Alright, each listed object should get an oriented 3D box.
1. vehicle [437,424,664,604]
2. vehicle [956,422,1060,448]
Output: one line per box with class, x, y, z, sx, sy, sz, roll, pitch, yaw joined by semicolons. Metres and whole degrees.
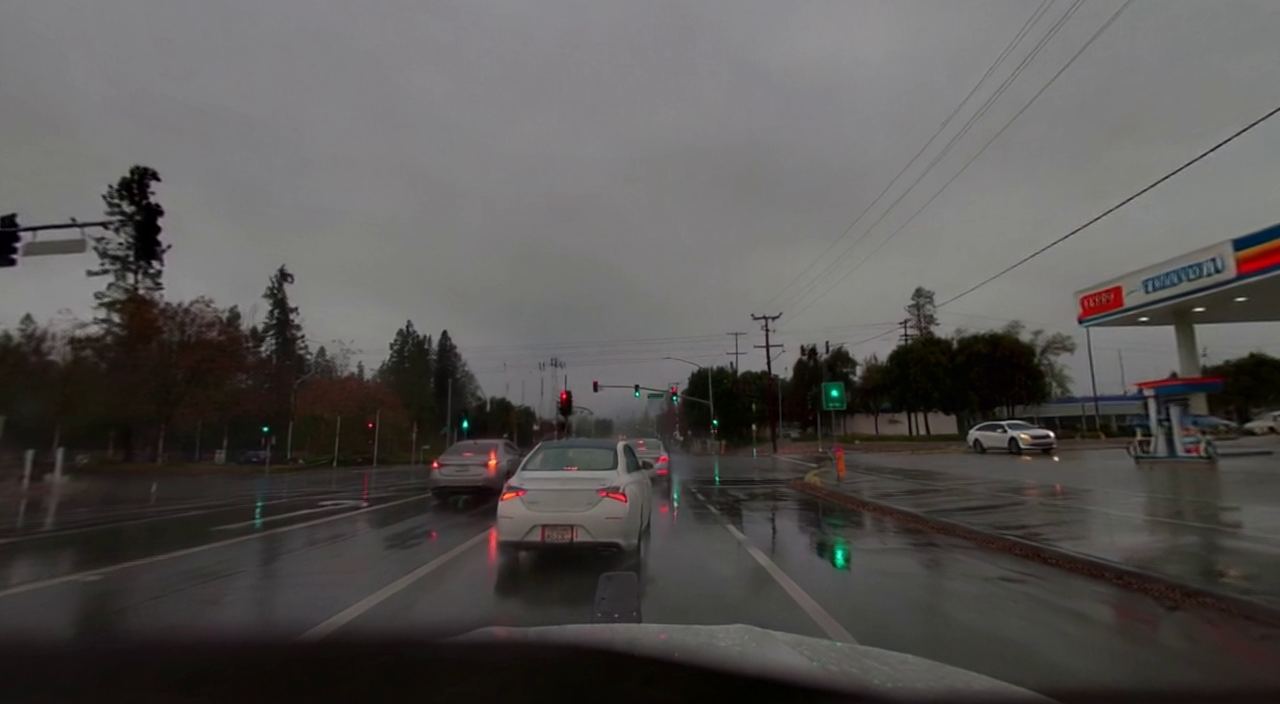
vehicle;-0.687;1.712;7.666;1.916;1.510;4.447;0;-8;2
vehicle;21.905;4.994;37.763;4.874;1.502;2.048;0;-8;1
